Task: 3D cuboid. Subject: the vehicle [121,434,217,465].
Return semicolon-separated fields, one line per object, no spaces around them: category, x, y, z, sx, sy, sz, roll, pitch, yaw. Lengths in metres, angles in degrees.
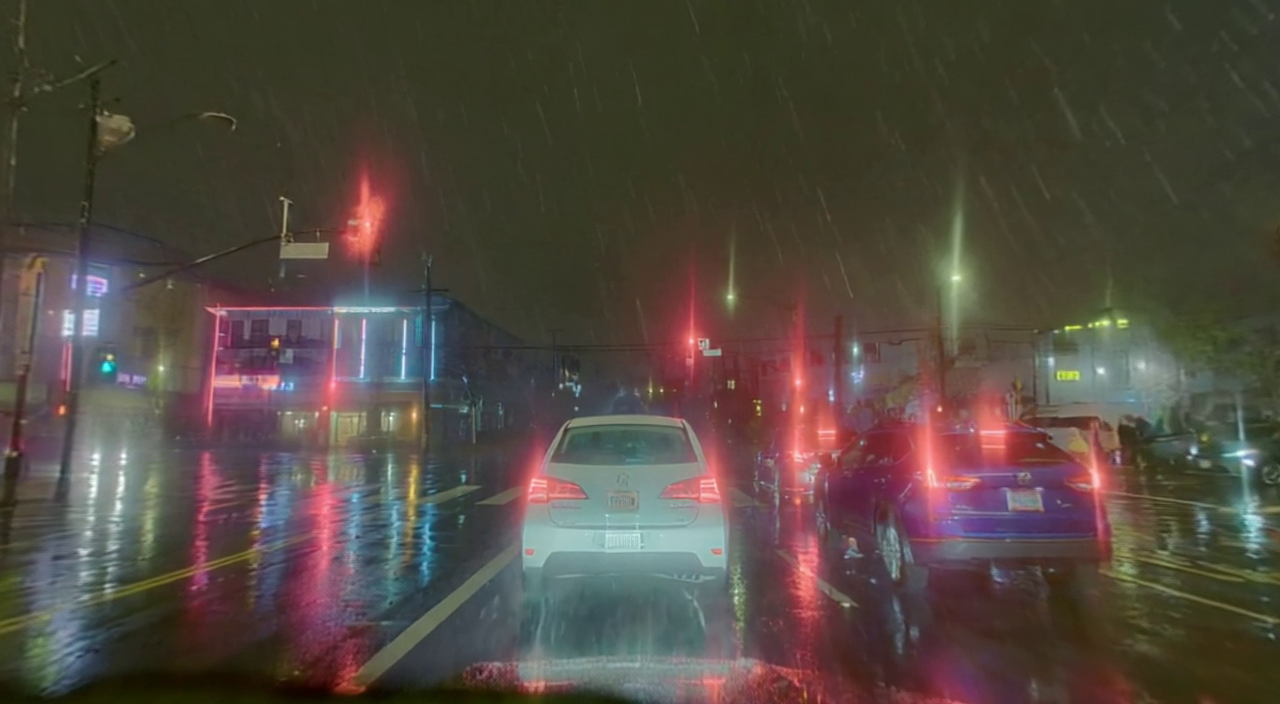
vehicle;-25.287;5.215;33.938;4.253;1.570;2.132;-4;-9;22

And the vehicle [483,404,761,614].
vehicle;-0.141;1.552;7.265;2.123;1.589;4.702;0;-8;0

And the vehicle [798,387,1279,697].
vehicle;3.035;1.339;5.663;1.983;1.654;4.354;0;-8;-2

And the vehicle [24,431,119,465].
vehicle;-29.604;4.982;32.899;4.164;1.652;2.087;-4;-9;24
